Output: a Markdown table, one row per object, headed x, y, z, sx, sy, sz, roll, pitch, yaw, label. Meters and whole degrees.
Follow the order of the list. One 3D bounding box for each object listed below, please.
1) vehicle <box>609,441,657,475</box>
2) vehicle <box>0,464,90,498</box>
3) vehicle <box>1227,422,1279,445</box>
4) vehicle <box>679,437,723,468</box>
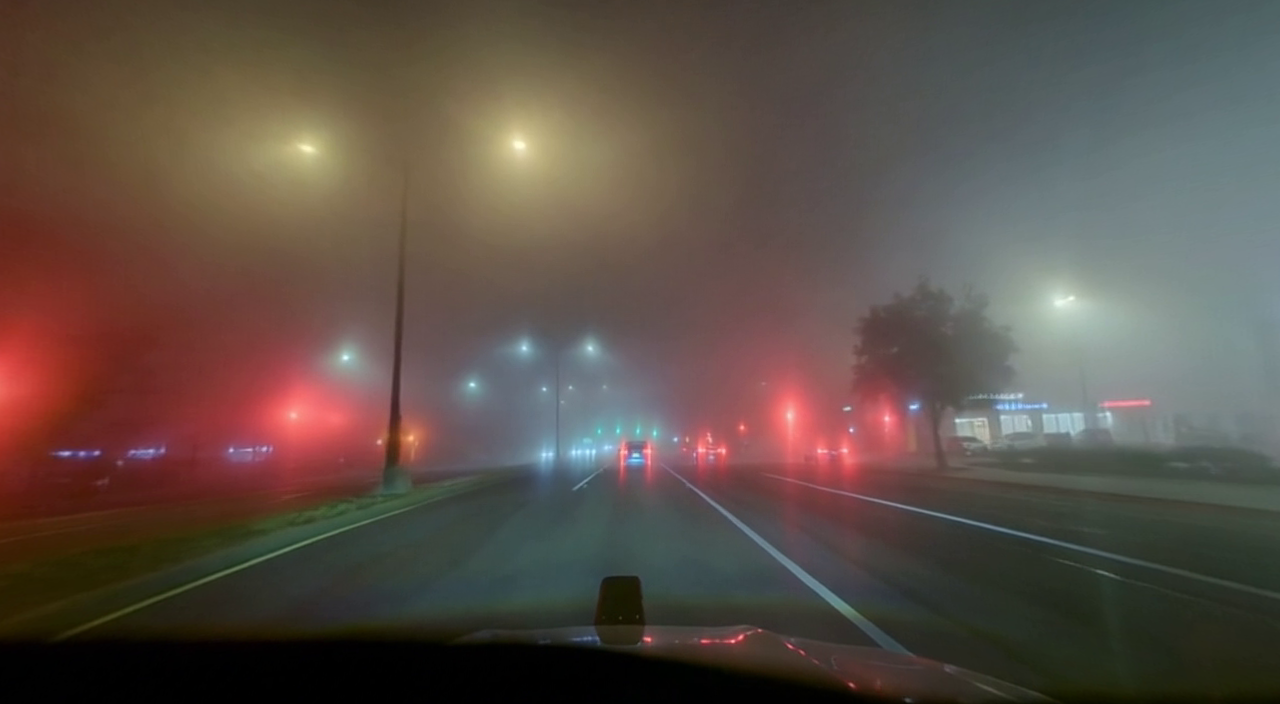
| x | y | z | sx | sy | sz | roll | pitch | yaw | label |
| --- | --- | --- | --- | --- | --- | --- | --- | --- | --- |
| -0.354 | 5.010 | 30.130 | 2.110 | 1.476 | 4.294 | 0 | -9 | -1 | vehicle |
| -29.997 | 6.329 | 31.125 | 4.033 | 1.531 | 1.789 | 0 | -9 | -2 | vehicle |
| 44.230 | 5.726 | 44.222 | 1.791 | 1.569 | 4.544 | 0 | -9 | -1 | vehicle |
| 3.508 | 5.846 | 36.949 | 2.100 | 1.683 | 4.231 | 0 | -9 | -1 | vehicle |
